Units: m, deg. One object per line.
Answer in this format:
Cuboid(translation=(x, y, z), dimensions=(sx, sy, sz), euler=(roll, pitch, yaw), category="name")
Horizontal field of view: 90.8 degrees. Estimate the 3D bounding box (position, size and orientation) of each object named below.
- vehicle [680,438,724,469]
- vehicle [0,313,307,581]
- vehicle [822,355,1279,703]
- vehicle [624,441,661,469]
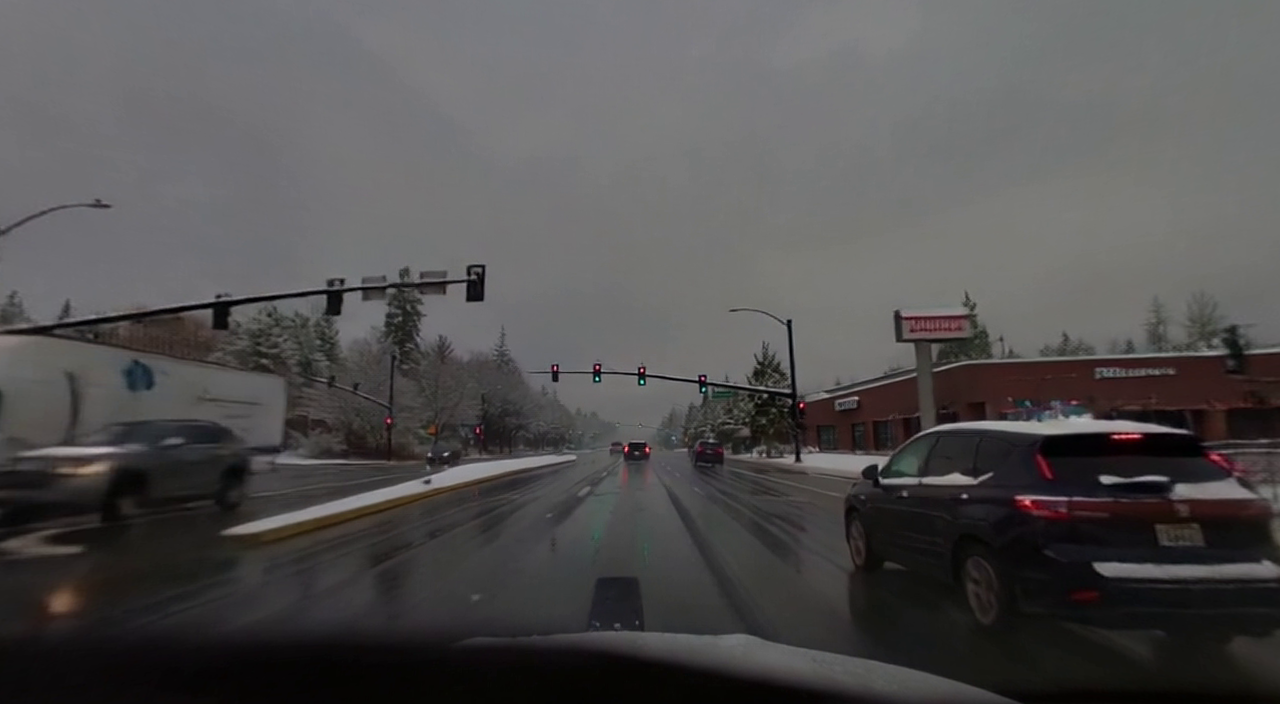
Cuboid(translation=(3.525, 5.929, 36.907), dimensions=(2.085, 1.668, 4.077), euler=(0, -9, -1), category="vehicle")
Cuboid(translation=(-7.258, 1.297, 8.846), dimensions=(2.334, 2.525, 5.893), euler=(0, -9, -5), category="vehicle")
Cuboid(translation=(3.041, 1.170, 4.778), dimensions=(1.969, 1.682, 4.387), euler=(0, -9, 0), category="vehicle")
Cuboid(translation=(0.084, 6.000, 36.909), dimensions=(2.023, 1.532, 3.891), euler=(0, -9, -2), category="vehicle")
